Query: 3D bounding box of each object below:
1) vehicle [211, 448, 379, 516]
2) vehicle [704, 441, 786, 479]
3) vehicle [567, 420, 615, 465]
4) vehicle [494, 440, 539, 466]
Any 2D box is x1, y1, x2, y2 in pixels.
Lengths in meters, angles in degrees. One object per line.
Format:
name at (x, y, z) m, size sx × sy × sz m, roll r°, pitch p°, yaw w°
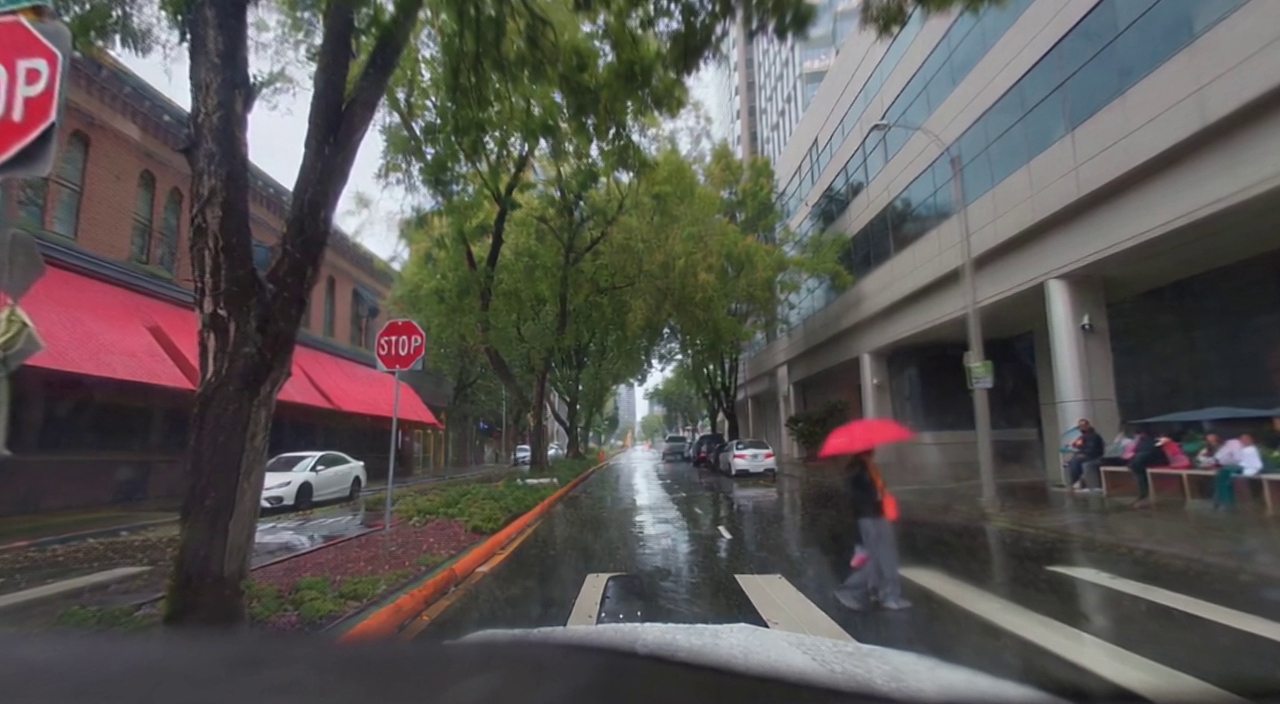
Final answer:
vehicle at (-8.797, 3.310, 16.635) m, size 2.007 × 1.503 × 4.343 m, roll 0°, pitch -8°, yaw -1°
vehicle at (4.585, 4.581, 27.096) m, size 1.858 × 1.491 × 4.329 m, roll -5°, pitch -10°, yaw 33°
vehicle at (-2.997, 5.778, 40.222) m, size 2.317 × 2.596 × 6.053 m, roll 0°, pitch -8°, yaw 3°
vehicle at (-8.866, 7.275, 45.708) m, size 2.256 × 1.802 × 4.333 m, roll 0°, pitch -8°, yaw 2°
